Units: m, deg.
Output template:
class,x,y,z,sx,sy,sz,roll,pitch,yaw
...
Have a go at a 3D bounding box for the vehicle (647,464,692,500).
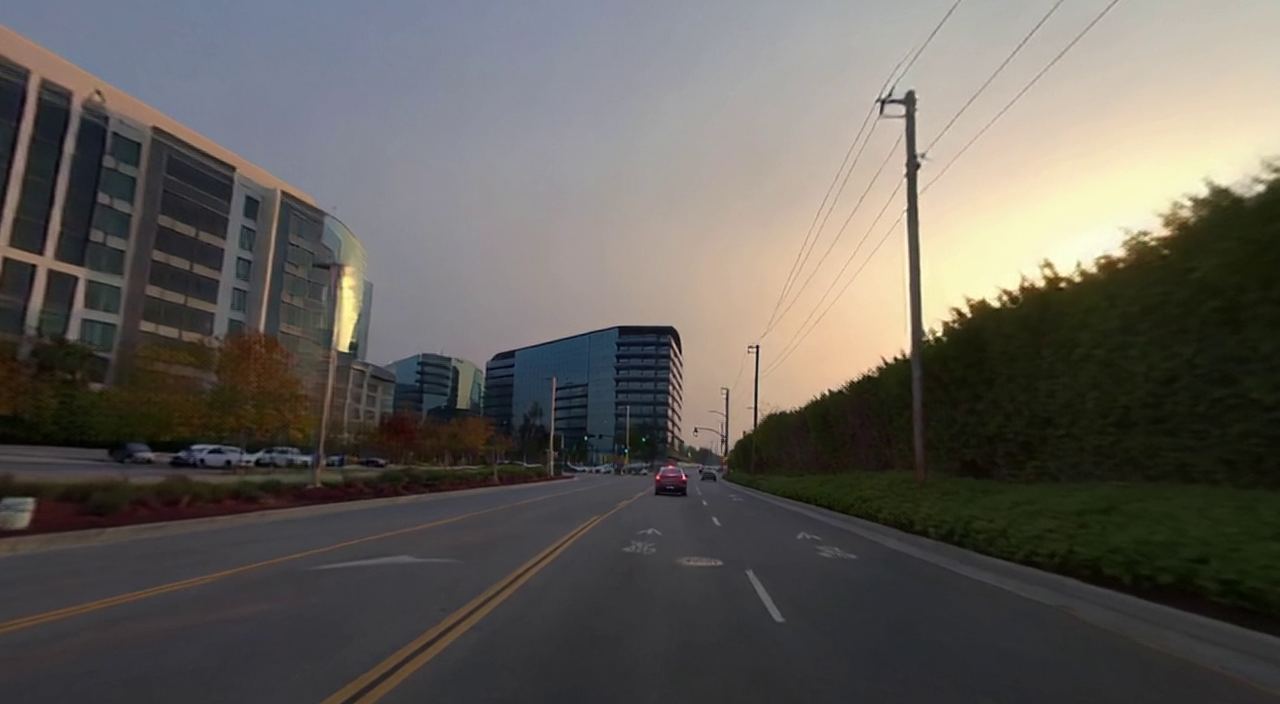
class,x,y,z,sx,sy,sz,roll,pitch,yaw
vehicle,1.536,6.473,31.387,2.067,1.629,3.858,0,-11,4
